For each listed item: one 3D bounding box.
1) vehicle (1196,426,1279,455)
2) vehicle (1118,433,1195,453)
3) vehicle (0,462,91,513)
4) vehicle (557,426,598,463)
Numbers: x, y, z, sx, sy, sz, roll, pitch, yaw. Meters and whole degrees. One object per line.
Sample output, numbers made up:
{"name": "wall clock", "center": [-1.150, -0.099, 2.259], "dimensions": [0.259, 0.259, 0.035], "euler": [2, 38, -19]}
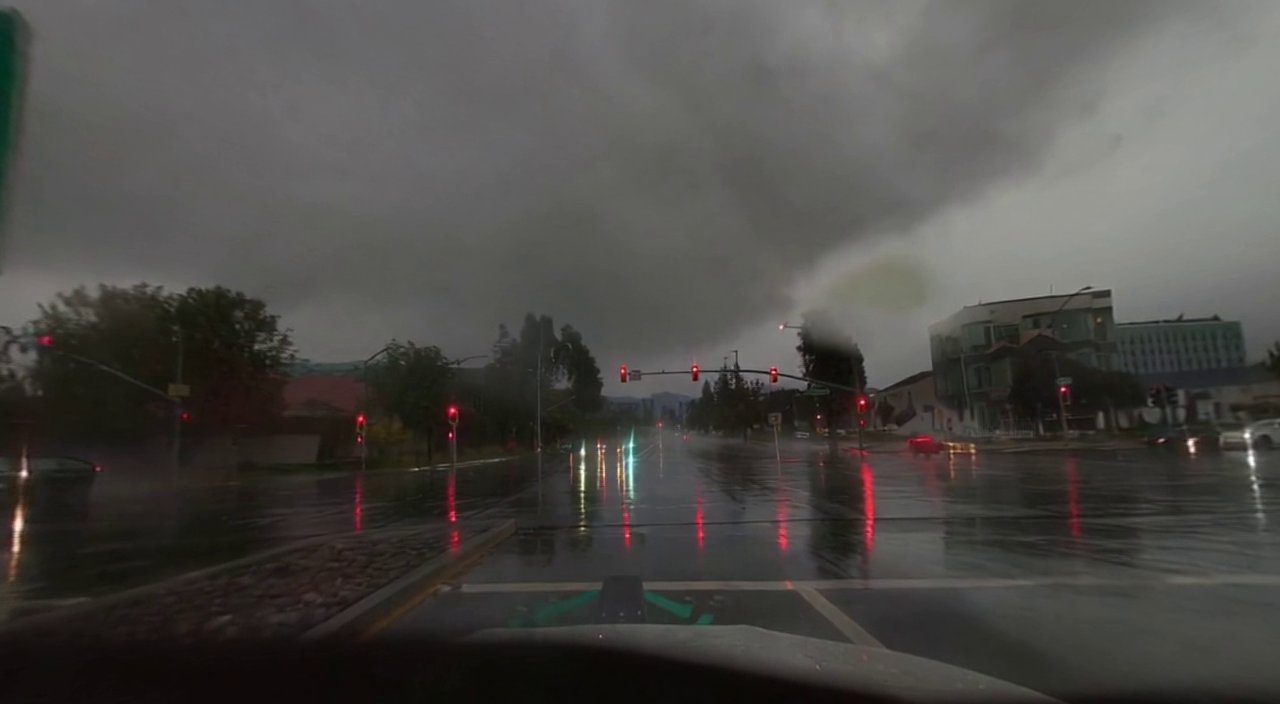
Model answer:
{"name": "vehicle", "center": [40.097, 5.885, 41.873], "dimensions": [2.173, 1.751, 4.931], "euler": [-1, -8, 5]}
{"name": "vehicle", "center": [40.478, 7.148, 49.685], "dimensions": [2.258, 1.508, 4.668], "euler": [0, -8, 2]}
{"name": "vehicle", "center": [-24.458, 5.161, 24.311], "dimensions": [4.706, 1.734, 2.253], "euler": [-1, -8, 5]}
{"name": "vehicle", "center": [-4.602, 6.953, 47.478], "dimensions": [2.522, 2.605, 6.598], "euler": [0, -8, -1]}
